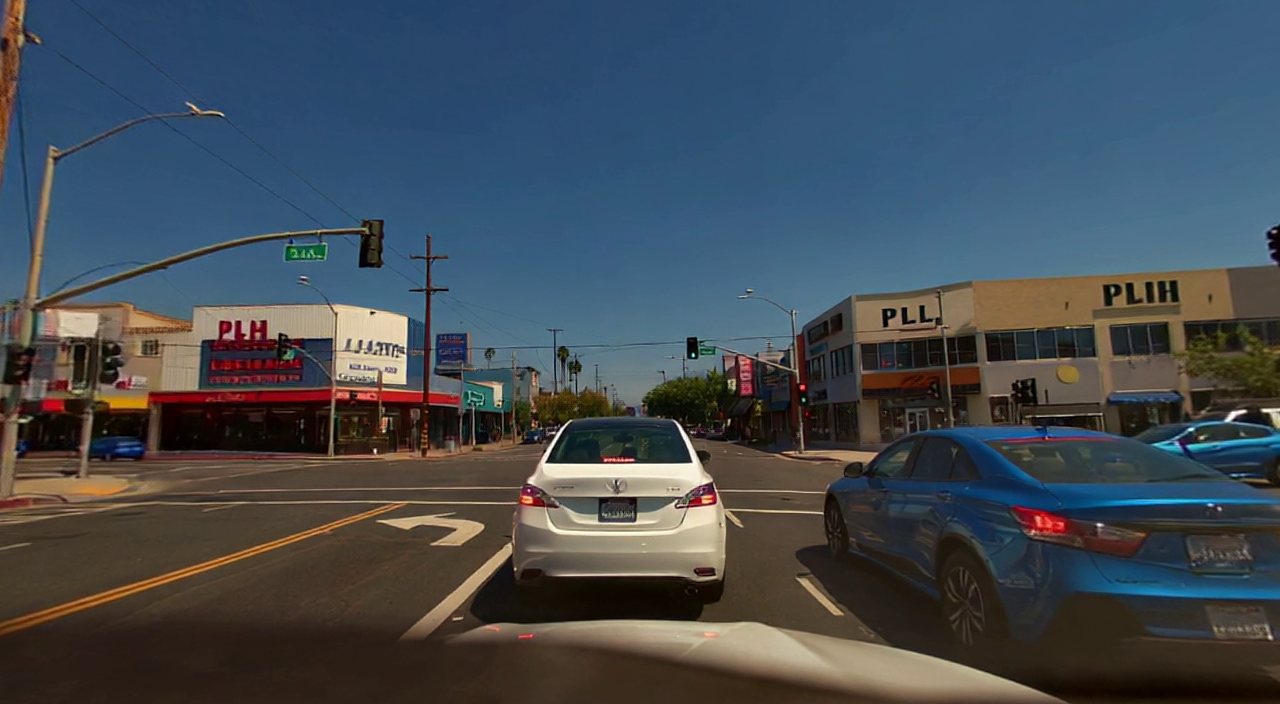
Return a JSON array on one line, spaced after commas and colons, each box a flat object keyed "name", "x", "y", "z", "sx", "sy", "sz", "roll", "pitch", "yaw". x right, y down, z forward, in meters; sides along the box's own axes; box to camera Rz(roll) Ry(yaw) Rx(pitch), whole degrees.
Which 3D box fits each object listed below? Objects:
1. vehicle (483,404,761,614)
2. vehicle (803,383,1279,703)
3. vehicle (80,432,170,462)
[{"name": "vehicle", "x": -0.135, "y": 1.554, "z": 7.271, "sx": 2.123, "sy": 1.589, "sz": 4.702, "roll": 0, "pitch": -8, "yaw": 0}, {"name": "vehicle", "x": 3.035, "y": 1.306, "z": 5.440, "sx": 1.983, "sy": 1.654, "sz": 4.354, "roll": 0, "pitch": -8, "yaw": -1}, {"name": "vehicle", "x": -28.977, "y": 5.367, "z": 35.564, "sx": 4.253, "sy": 1.570, "sz": 2.132, "roll": -4, "pitch": -9, "yaw": 24}]
